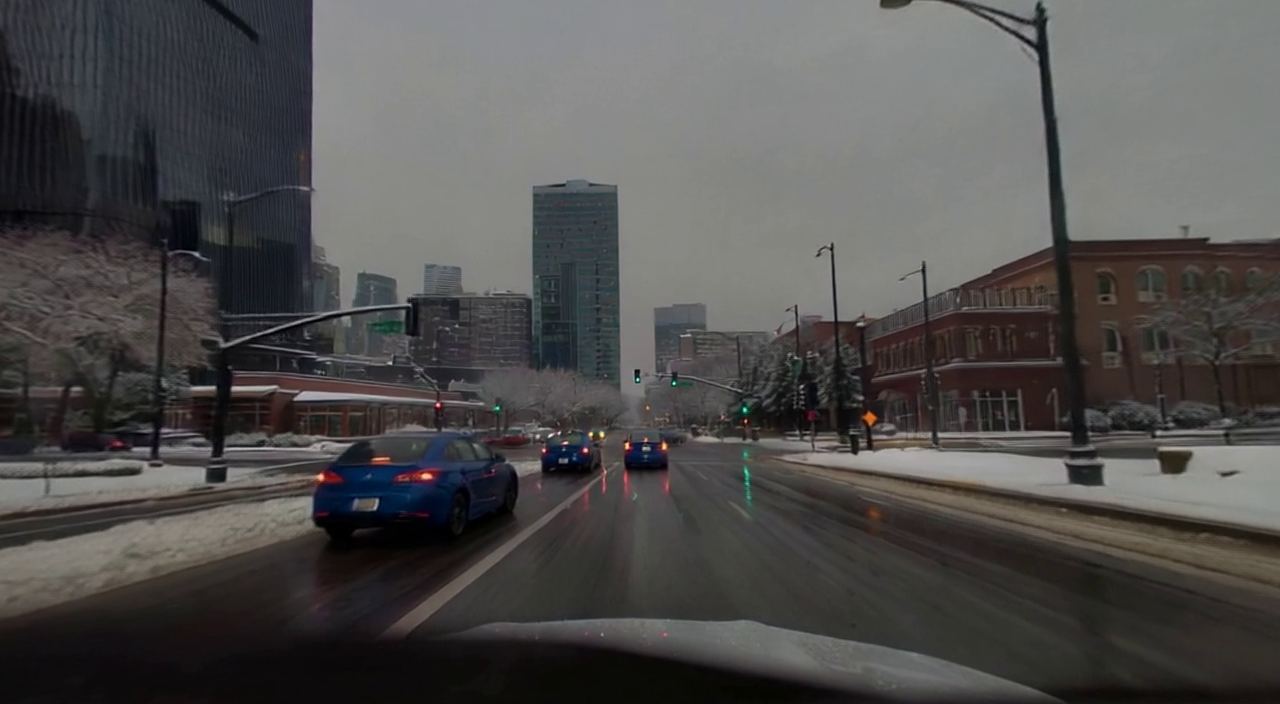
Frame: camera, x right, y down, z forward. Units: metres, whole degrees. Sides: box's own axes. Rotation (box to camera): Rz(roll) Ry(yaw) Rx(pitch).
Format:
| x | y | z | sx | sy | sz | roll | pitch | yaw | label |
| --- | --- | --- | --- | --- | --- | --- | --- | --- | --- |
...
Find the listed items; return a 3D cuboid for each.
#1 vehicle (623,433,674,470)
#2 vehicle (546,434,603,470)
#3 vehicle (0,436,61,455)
| x | y | z | sx | sy | sz | roll | pitch | yaw | label |
| --- | --- | --- | --- | --- | --- | --- | --- | --- | --- |
| 0.345 | 4.247 | 27.136 | 2.016 | 1.478 | 3.795 | 0 | -8 | 0 | vehicle |
| -2.823 | 4.435 | 28.215 | 1.995 | 1.479 | 4.627 | 0 | -8 | 1 | vehicle |
| -48.350 | 7.281 | 49.106 | 4.531 | 1.470 | 1.769 | 2 | -9 | -13 | vehicle |
